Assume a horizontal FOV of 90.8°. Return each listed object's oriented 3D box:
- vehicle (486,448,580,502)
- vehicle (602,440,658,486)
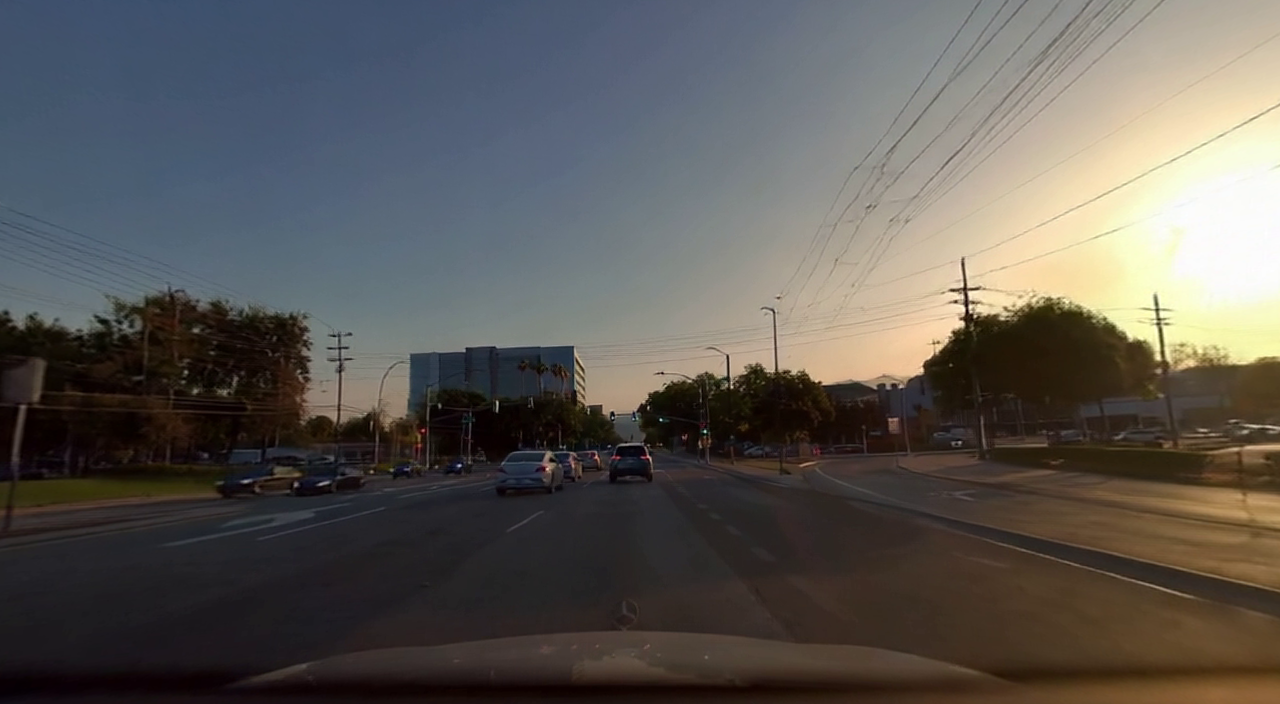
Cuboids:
[{"bbox_3d":[-3.183,3.756,19.827,2.064,1.464,4.373,0,-8,2],"label":"vehicle"},{"bbox_3d":[-0.382,4.806,27.743,2.276,1.850,3.897,0,-8,1],"label":"vehicle"}]
